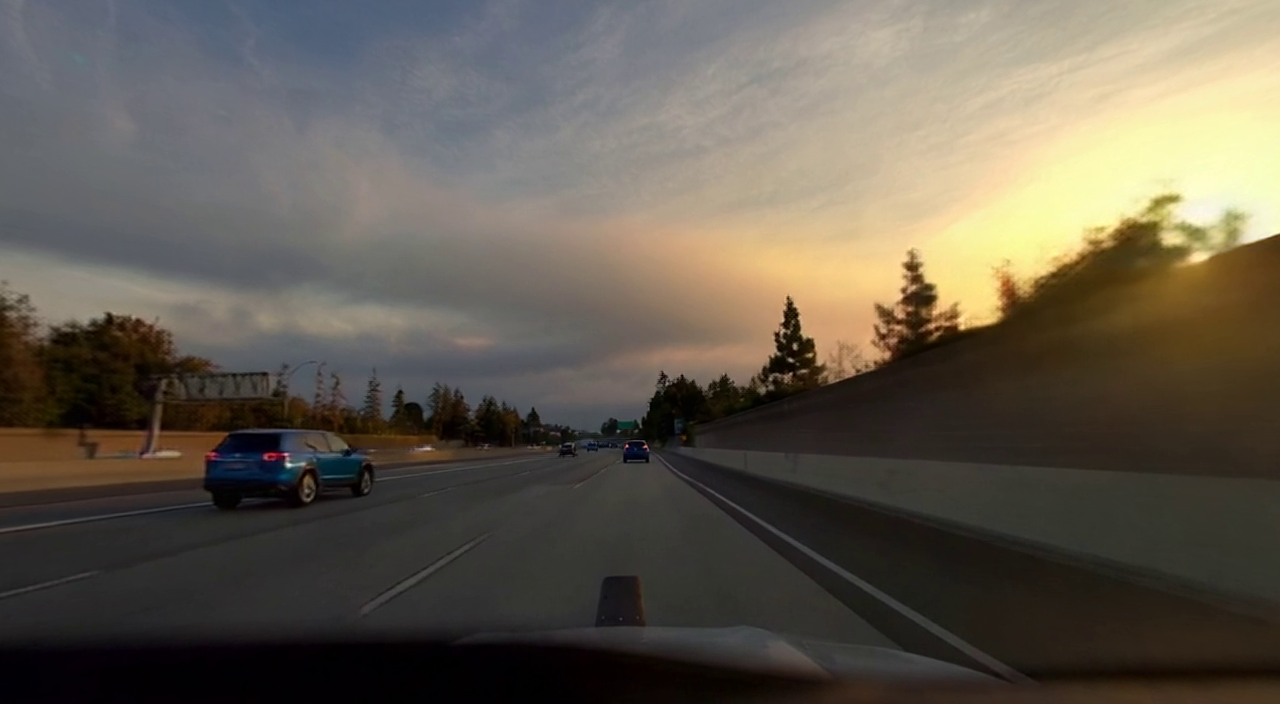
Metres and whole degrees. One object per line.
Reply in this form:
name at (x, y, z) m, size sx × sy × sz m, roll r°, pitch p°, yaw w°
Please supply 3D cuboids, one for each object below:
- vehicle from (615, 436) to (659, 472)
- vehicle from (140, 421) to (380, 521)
vehicle at (-0.114, 5.253, 32.629) m, size 2.141 × 1.706 × 4.065 m, roll 0°, pitch -9°, yaw 1°
vehicle at (-7.536, 2.393, 13.194) m, size 2.166 × 1.705 × 4.433 m, roll 0°, pitch -9°, yaw 1°
